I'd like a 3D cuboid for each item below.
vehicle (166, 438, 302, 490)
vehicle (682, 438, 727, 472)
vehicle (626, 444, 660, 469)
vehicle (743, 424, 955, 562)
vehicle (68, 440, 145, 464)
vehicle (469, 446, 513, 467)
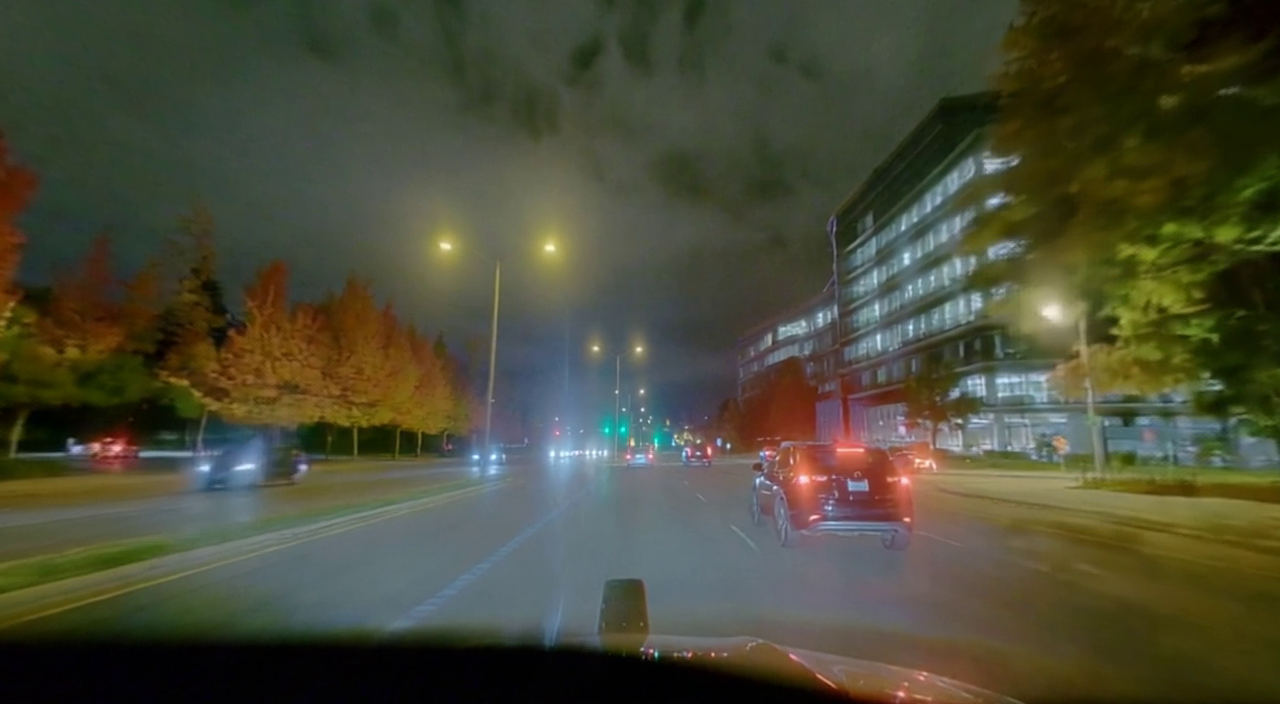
[{"bbox_3d":[-14.866,4.094,23.441,2.064,1.697,4.381,-1,-8,1],"label":"vehicle"},{"bbox_3d":[3.826,6.192,38.280,2.154,1.844,4.634,2,-8,-1],"label":"vehicle"},{"bbox_3d":[0.156,6.513,39.569,1.991,1.477,3.814,0,-8,0],"label":"vehicle"},{"bbox_3d":[2.863,1.999,9.660,1.901,1.634,3.896,1,-8,0],"label":"vehicle"},{"bbox_3d":[-41.504,7.788,49.202,1.920,1.763,4.591,0,-8,0],"label":"vehicle"},{"bbox_3d":[-11.136,7.812,47.532,2.055,1.479,4.693,-1,-8,2],"label":"vehicle"}]
